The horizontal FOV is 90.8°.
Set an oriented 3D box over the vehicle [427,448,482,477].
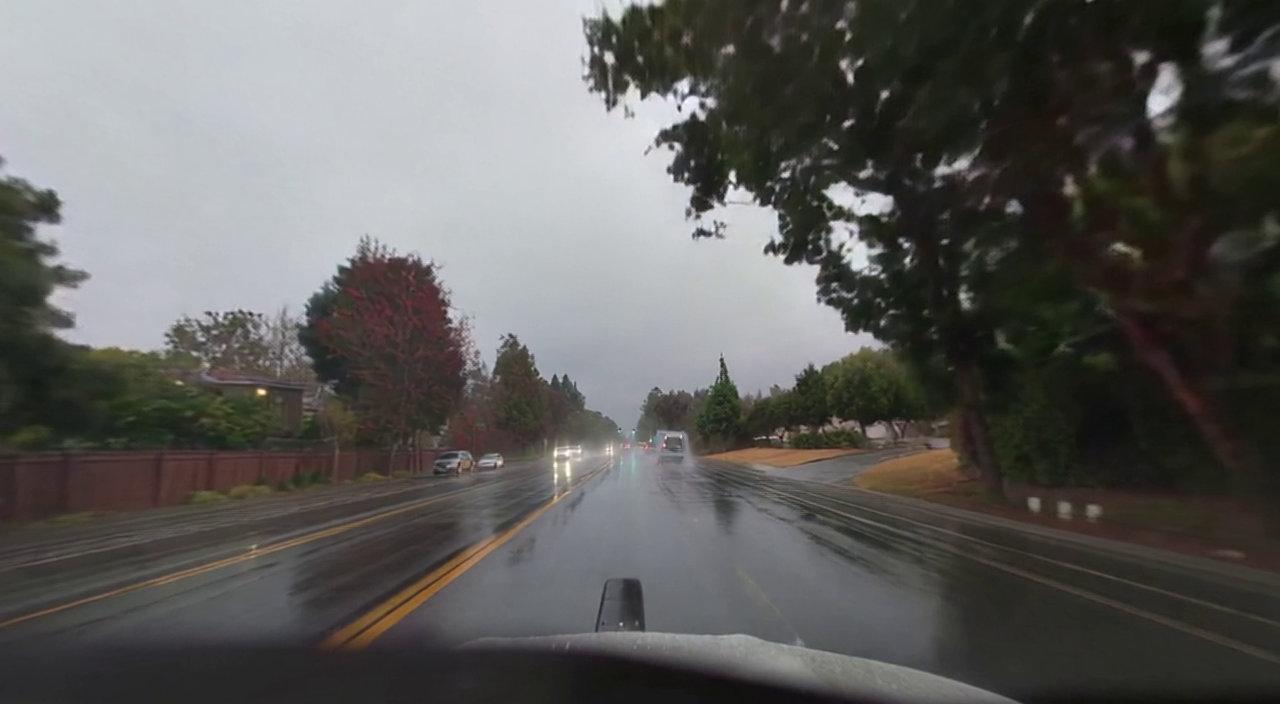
[{"bbox_3d":[-12.456,7.471,42.837,2.094,1.797,5.655,0,-9,0],"label":"vehicle"}]
